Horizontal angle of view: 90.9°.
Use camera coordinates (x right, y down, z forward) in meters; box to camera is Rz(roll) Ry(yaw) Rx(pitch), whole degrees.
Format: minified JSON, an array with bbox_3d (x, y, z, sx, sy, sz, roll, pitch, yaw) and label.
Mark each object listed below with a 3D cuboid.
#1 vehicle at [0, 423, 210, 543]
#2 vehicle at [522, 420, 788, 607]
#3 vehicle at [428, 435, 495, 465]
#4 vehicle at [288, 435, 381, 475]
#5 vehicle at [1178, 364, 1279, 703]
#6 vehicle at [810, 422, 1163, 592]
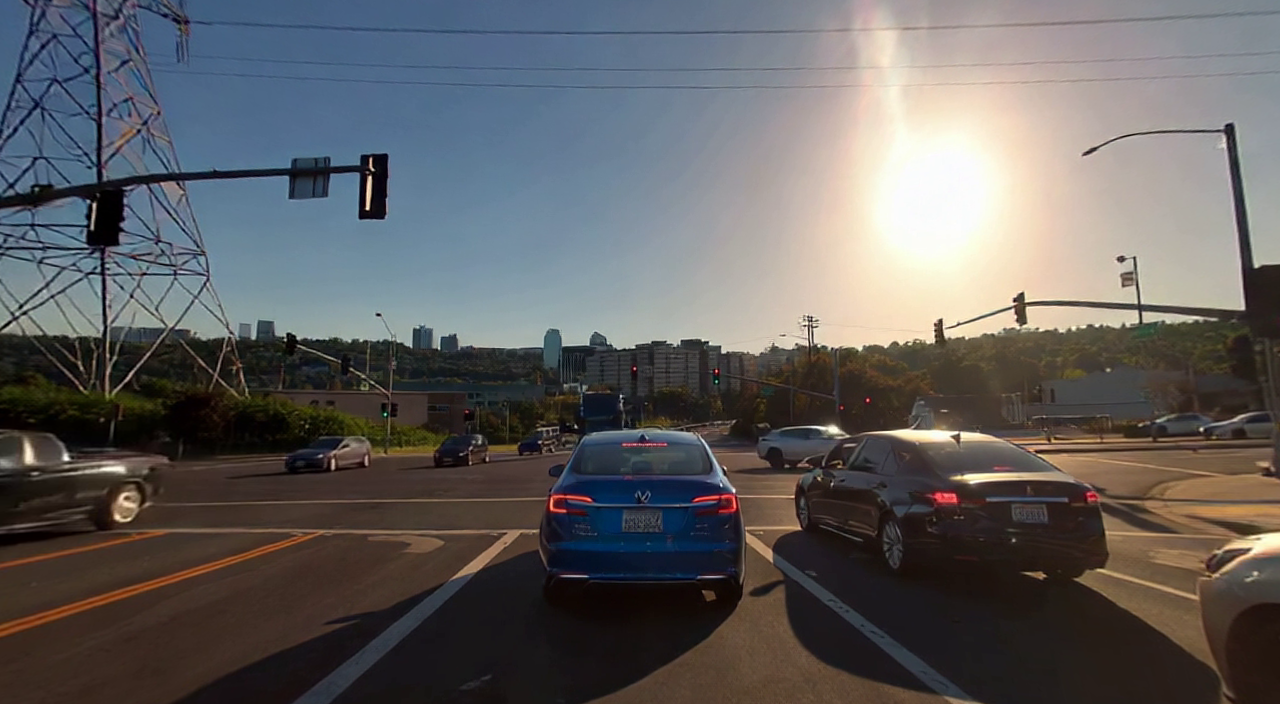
[{"bbox_3d":[-10.379,2.179,10.985,2.239,1.719,4.948,0,-8,0],"label":"vehicle"},{"bbox_3d":[0.106,1.596,7.126,2.117,1.474,4.036,0,-8,0],"label":"vehicle"},{"bbox_3d":[-9.659,5.370,34.582,1.992,1.480,4.743,-1,-8,4],"label":"vehicle"},{"bbox_3d":[-14.397,4.870,30.034,1.955,1.694,4.625,-1,-8,3],"label":"vehicle"},{"bbox_3d":[3.409,0.589,0.629,1.926,1.614,4.330,0,-8,1],"label":"vehicle"},{"bbox_3d":[3.646,1.683,7.723,1.835,1.473,4.190,0,-8,-2],"label":"vehicle"}]
